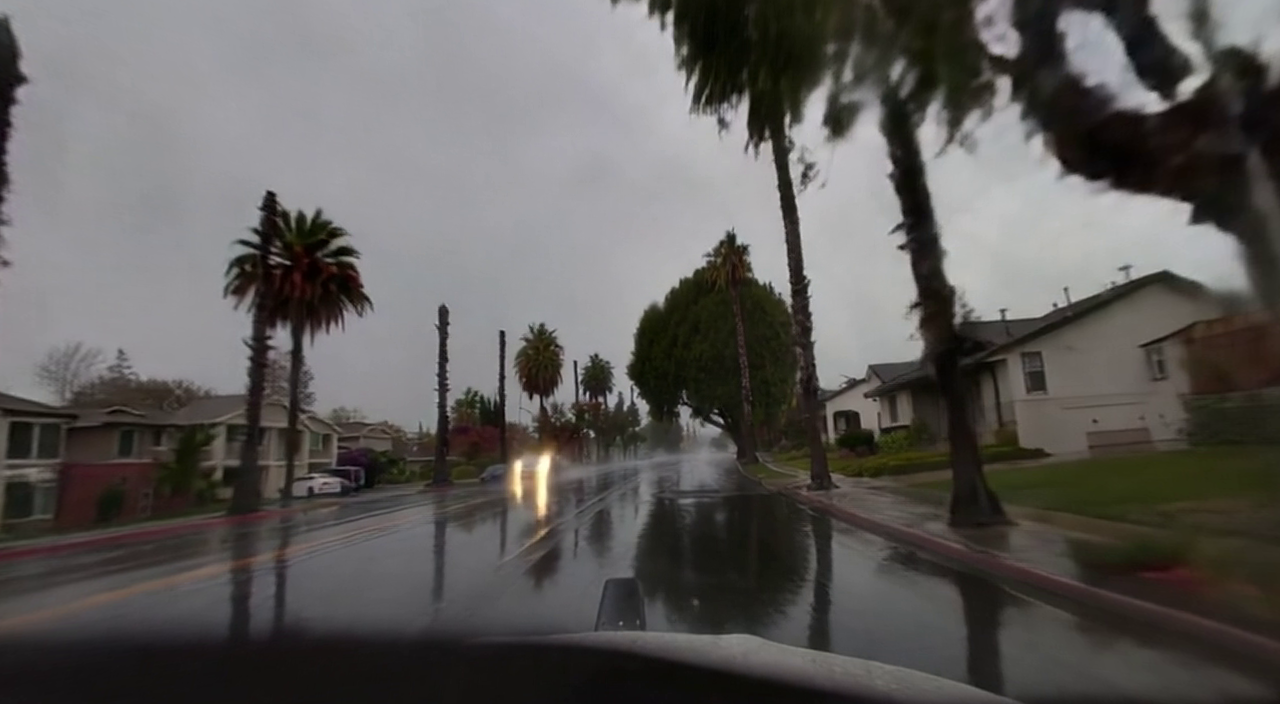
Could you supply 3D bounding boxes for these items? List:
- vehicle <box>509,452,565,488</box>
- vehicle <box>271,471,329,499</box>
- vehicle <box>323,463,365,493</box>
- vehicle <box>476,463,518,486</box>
[{"bbox_3d":[-5.328,6.150,33.210,1.746,1.503,4.400,-7,-9,5],"label":"vehicle"},{"bbox_3d":[-21.421,8.294,39.681,4.461,1.477,1.862,-9,-12,44],"label":"vehicle"},{"bbox_3d":[-20.910,8.901,44.755,2.075,1.846,4.684,2,-9,-18],"label":"vehicle"},{"bbox_3d":[-10.859,9.292,48.214,1.804,1.498,4.136,-4,-9,6],"label":"vehicle"}]
